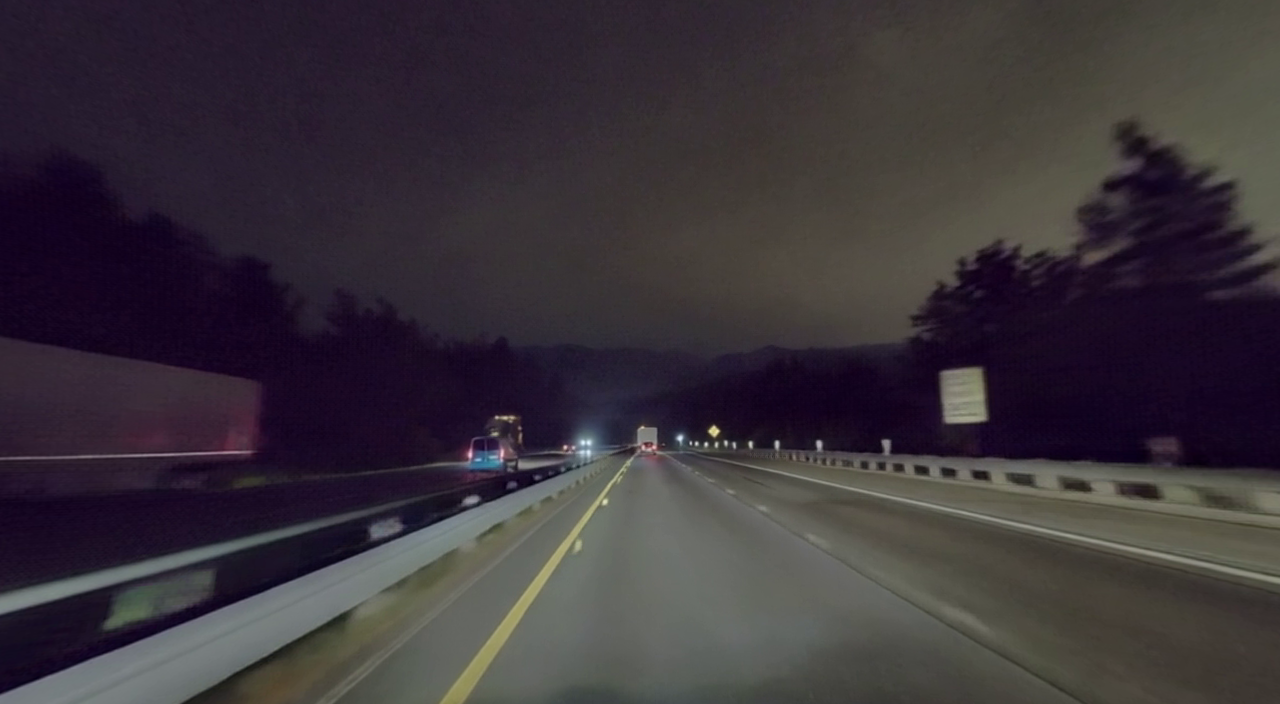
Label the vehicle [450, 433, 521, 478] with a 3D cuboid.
[{"bbox_3d":[-7.070,4.783,29.285,2.068,1.897,4.372,0,-8,1],"label":"vehicle"}]

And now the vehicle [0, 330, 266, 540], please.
[{"bbox_3d":[-14.373,1.863,13.987,3.456,4.099,14.212,0,-8,0],"label":"vehicle"}]
